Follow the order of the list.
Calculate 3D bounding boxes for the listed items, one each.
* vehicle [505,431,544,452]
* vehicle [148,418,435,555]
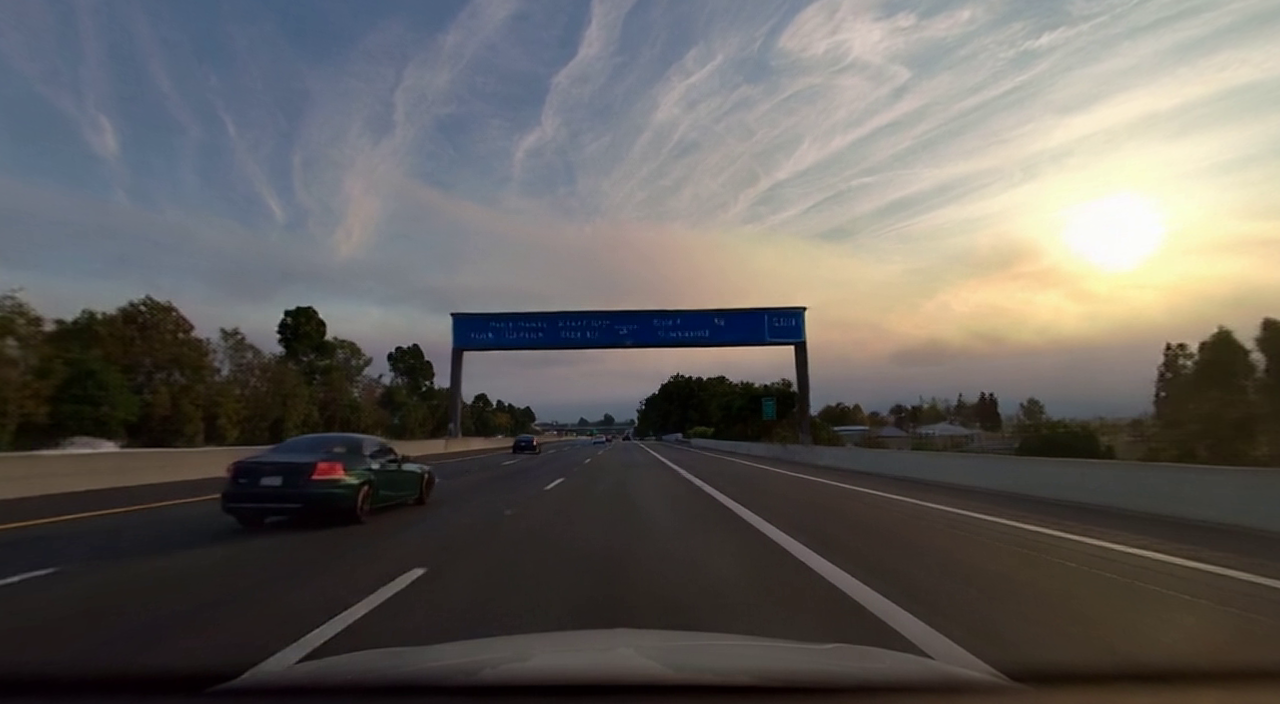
[{"bbox_3d":[-9.004,7.044,49.628,2.092,1.574,5.251,0,-7,0],"label":"vehicle"},{"bbox_3d":[-4.458,1.725,8.851,1.912,1.495,3.703,0,-7,0],"label":"vehicle"}]
